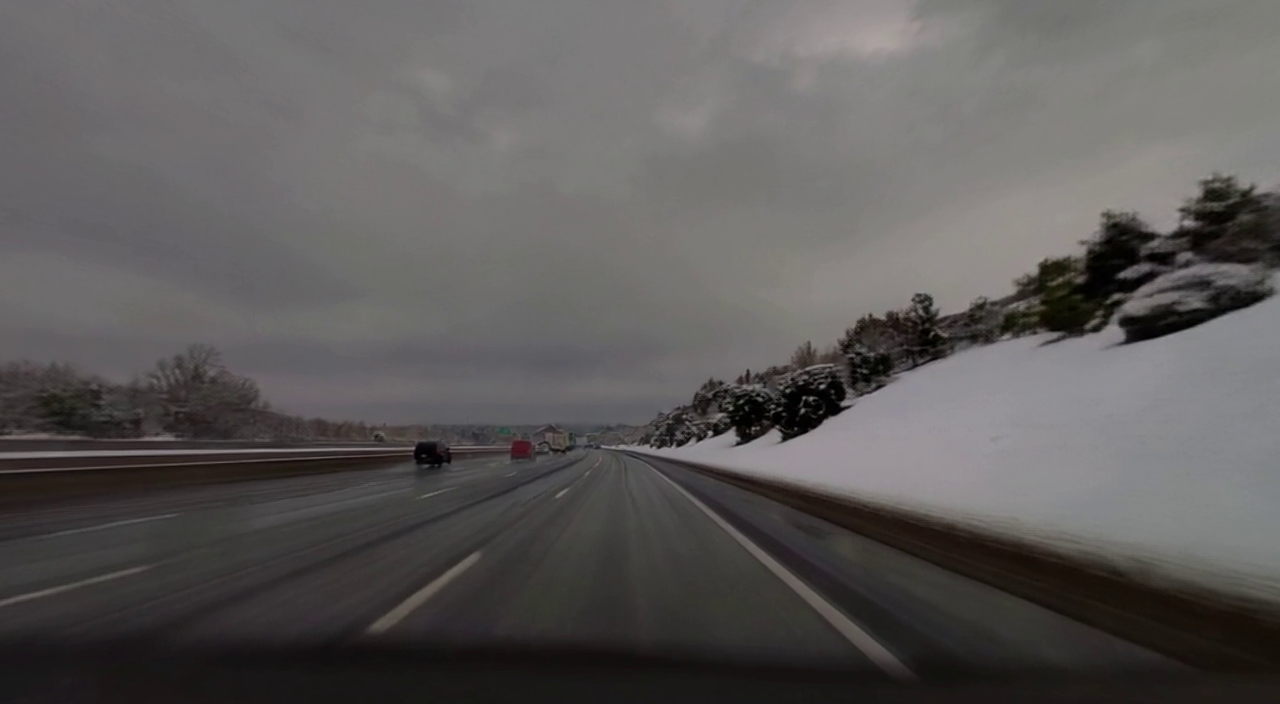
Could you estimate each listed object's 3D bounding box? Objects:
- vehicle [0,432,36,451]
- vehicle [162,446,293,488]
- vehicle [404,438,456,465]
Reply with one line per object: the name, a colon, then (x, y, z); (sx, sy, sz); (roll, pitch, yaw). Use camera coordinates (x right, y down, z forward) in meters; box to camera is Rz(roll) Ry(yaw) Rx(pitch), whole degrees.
vehicle: (-49.754, 6.964, 49.190); (1.679, 1.441, 3.814); (0, -9, -2)
vehicle: (-15.491, 4.313, 24.078); (1.955, 1.429, 4.575); (0, -9, -1)
vehicle: (-16.041, 7.651, 48.567); (2.240, 1.953, 5.452); (0, -9, -2)
